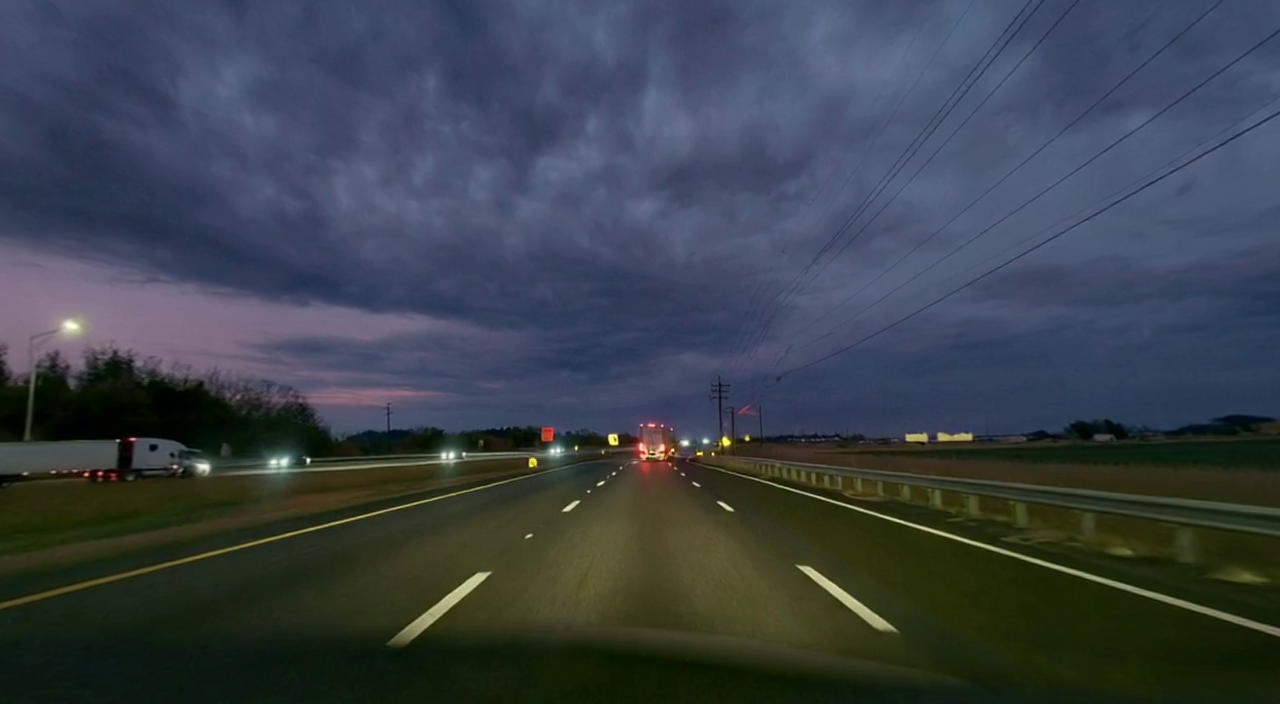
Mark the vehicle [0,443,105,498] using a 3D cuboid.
[{"bbox_3d":[-48.007,8.509,44.993,3.082,3.896,14.770,-4,-10,22],"label":"vehicle"}]
